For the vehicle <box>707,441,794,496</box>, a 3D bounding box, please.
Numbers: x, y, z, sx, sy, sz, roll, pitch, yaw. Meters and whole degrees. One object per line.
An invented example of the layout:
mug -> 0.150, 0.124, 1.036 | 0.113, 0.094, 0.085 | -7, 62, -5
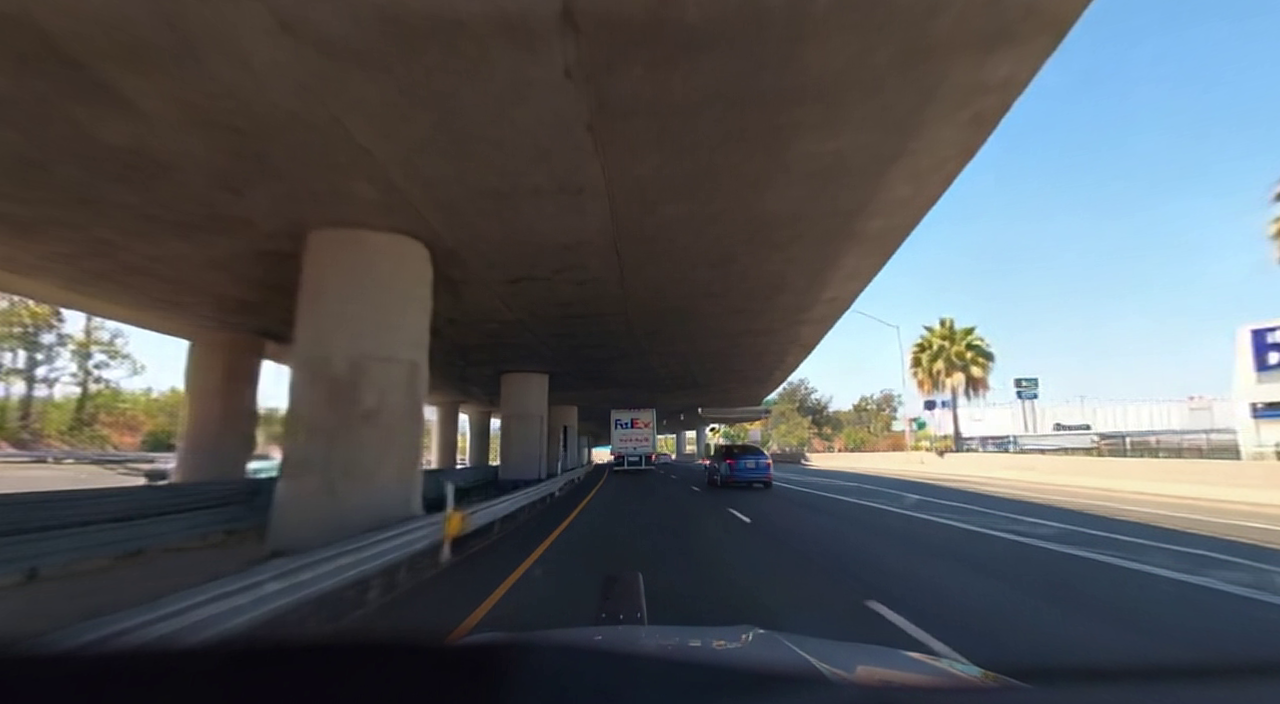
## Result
vehicle -> 3.448, 3.719, 20.422 | 1.966, 1.558, 4.238 | 0, -9, -1

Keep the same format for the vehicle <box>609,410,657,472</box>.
vehicle -> -0.611, 6.931, 48.548 | 3.243, 4.134, 11.656 | 0, -9, -1
